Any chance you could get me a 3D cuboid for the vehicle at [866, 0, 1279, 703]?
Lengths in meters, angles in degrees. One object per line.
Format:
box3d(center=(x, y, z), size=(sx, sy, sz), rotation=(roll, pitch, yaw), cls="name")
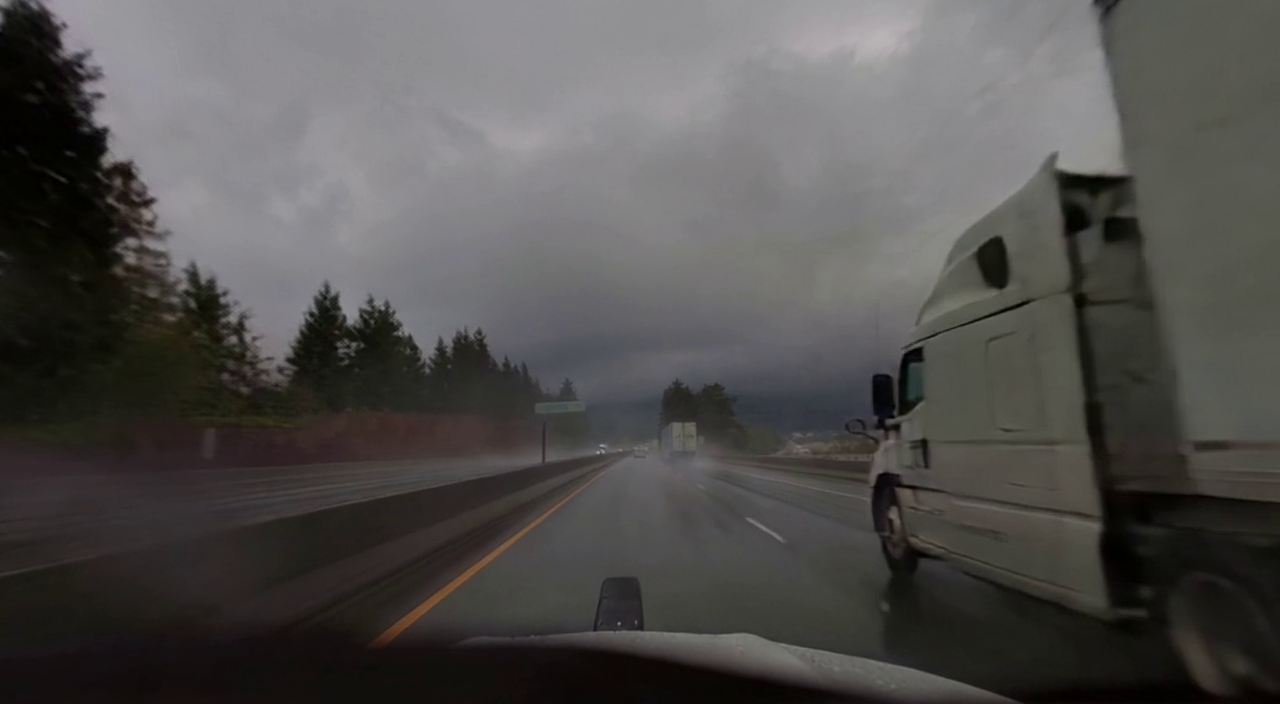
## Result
box3d(center=(4.054, -0.045, 3.614), size=(2.989, 3.896, 6.129), rotation=(0, -9, -1), cls="vehicle")
